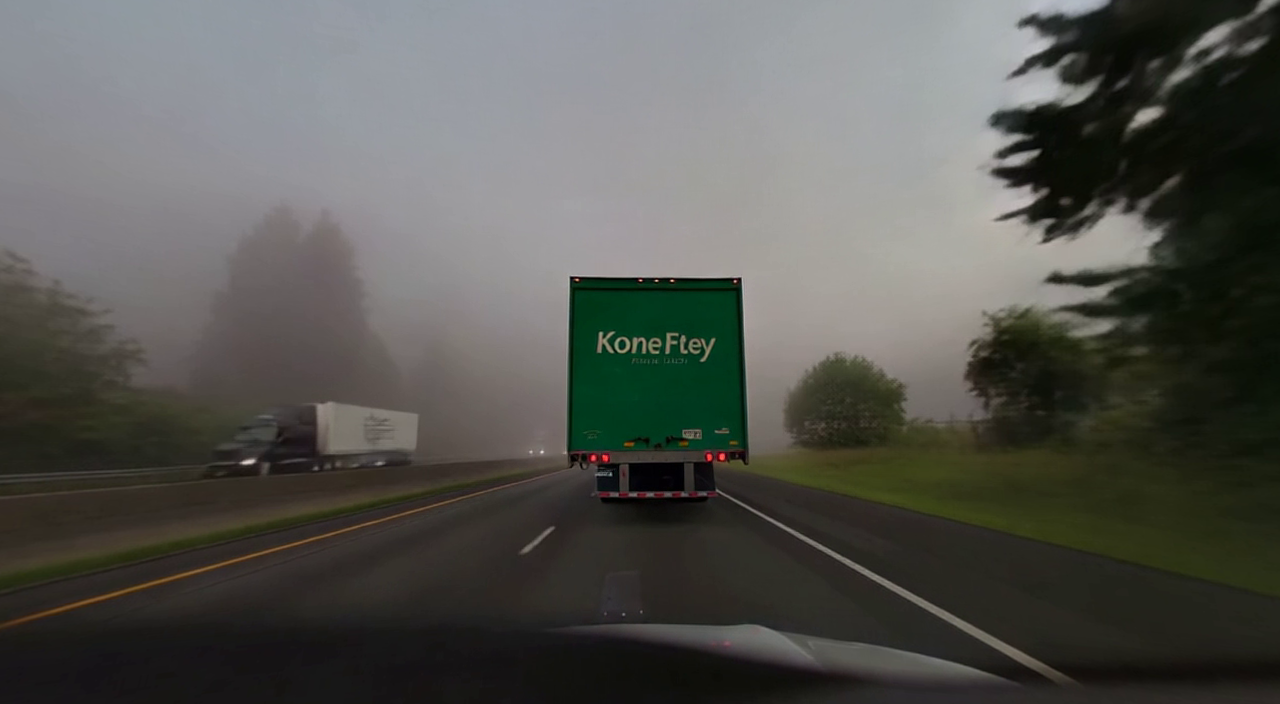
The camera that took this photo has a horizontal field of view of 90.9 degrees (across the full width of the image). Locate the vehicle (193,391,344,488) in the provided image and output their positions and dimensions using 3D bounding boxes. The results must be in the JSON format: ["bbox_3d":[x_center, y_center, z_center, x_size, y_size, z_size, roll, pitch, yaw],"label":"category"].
[{"bbox_3d":[-16.460,4.011,28.566,3.001,3.922,5.958,0,-9,1],"label":"vehicle"}]

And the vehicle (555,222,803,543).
[{"bbox_3d":[0.495,1.453,15.683,3.230,4.377,14.405,0,-9,0],"label":"vehicle"}]

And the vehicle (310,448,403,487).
[{"bbox_3d":[-12.016,4.900,27.033,1.944,1.486,4.229,0,-9,1],"label":"vehicle"}]
